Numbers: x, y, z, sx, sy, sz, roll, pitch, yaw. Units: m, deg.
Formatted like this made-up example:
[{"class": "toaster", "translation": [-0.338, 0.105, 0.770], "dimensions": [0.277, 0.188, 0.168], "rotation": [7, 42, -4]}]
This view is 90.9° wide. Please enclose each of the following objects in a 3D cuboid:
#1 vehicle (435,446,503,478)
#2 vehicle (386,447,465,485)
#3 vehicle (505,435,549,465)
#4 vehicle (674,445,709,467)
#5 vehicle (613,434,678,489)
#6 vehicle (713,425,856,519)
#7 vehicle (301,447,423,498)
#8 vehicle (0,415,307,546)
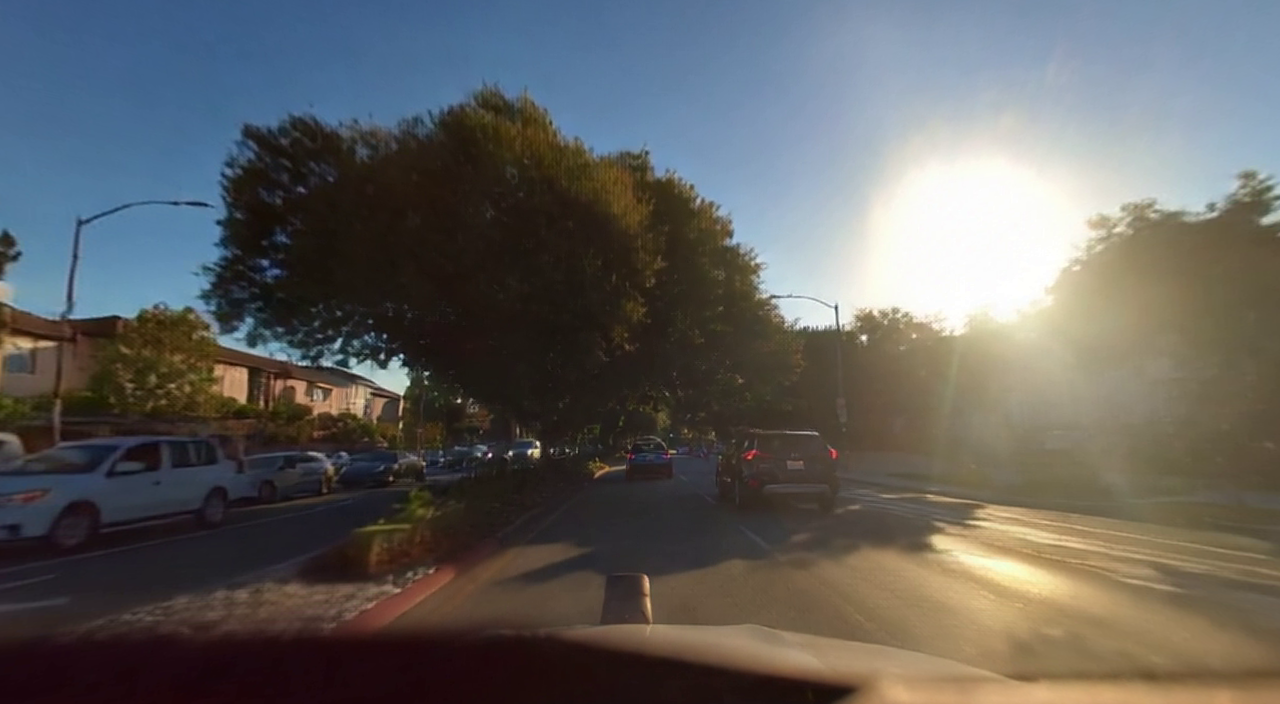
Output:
[{"class": "vehicle", "translation": [-8.709, 5.609, 32.603], "dimensions": [2.140, 1.510, 5.005], "rotation": [0, -8, 0]}, {"class": "vehicle", "translation": [-8.742, 4.672, 26.097], "dimensions": [1.786, 1.422, 4.021], "rotation": [0, -8, 1]}, {"class": "vehicle", "translation": [-8.660, 7.591, 48.987], "dimensions": [2.037, 2.113, 7.185], "rotation": [0, -8, 1]}, {"class": "vehicle", "translation": [3.602, 7.359, 44.841], "dimensions": [2.096, 1.489, 4.757], "rotation": [0, -8, 0]}, {"class": "vehicle", "translation": [0.181, 3.983, 23.255], "dimensions": [2.185, 1.822, 4.391], "rotation": [0, -8, 0]}, {"class": "vehicle", "translation": [3.063, 2.651, 14.474], "dimensions": [2.166, 1.799, 4.372], "rotation": [0, -8, -1]}, {"class": "vehicle", "translation": [-8.885, 3.855, 20.627], "dimensions": [1.923, 1.433, 4.450], "rotation": [0, -8, 1]}, {"class": "vehicle", "translation": [-8.794, 2.296, 11.984], "dimensions": [2.182, 1.939, 4.889], "rotation": [0, -8, 0]}]
